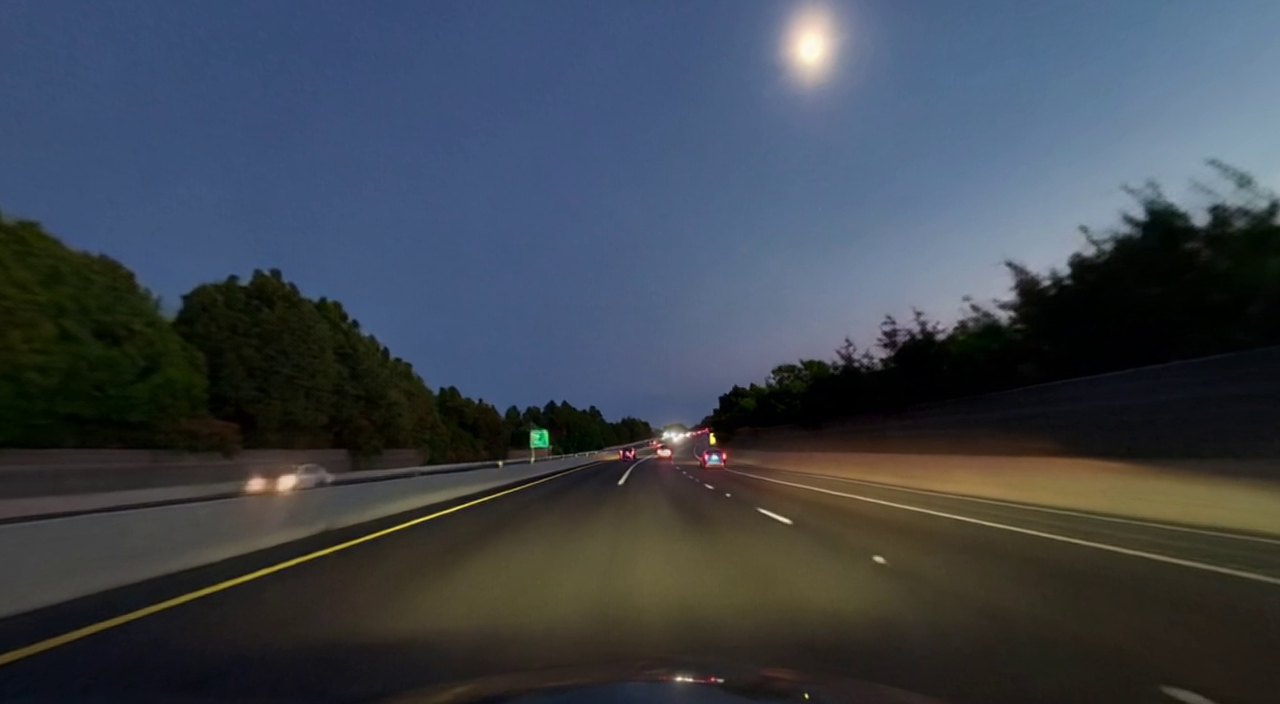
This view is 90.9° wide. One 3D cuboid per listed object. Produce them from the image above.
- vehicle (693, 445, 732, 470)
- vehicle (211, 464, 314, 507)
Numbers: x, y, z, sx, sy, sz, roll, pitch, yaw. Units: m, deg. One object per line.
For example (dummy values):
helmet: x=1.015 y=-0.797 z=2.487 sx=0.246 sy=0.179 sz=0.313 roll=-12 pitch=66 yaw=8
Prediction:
vehicle: x=4.867 y=7.203 z=43.073 sx=2.175 sy=1.574 sz=3.943 roll=0 pitch=-9 yaw=0
vehicle: x=-17.383 y=6.132 z=29.298 sx=2.070 sy=1.754 sz=4.268 roll=0 pitch=-9 yaw=0
